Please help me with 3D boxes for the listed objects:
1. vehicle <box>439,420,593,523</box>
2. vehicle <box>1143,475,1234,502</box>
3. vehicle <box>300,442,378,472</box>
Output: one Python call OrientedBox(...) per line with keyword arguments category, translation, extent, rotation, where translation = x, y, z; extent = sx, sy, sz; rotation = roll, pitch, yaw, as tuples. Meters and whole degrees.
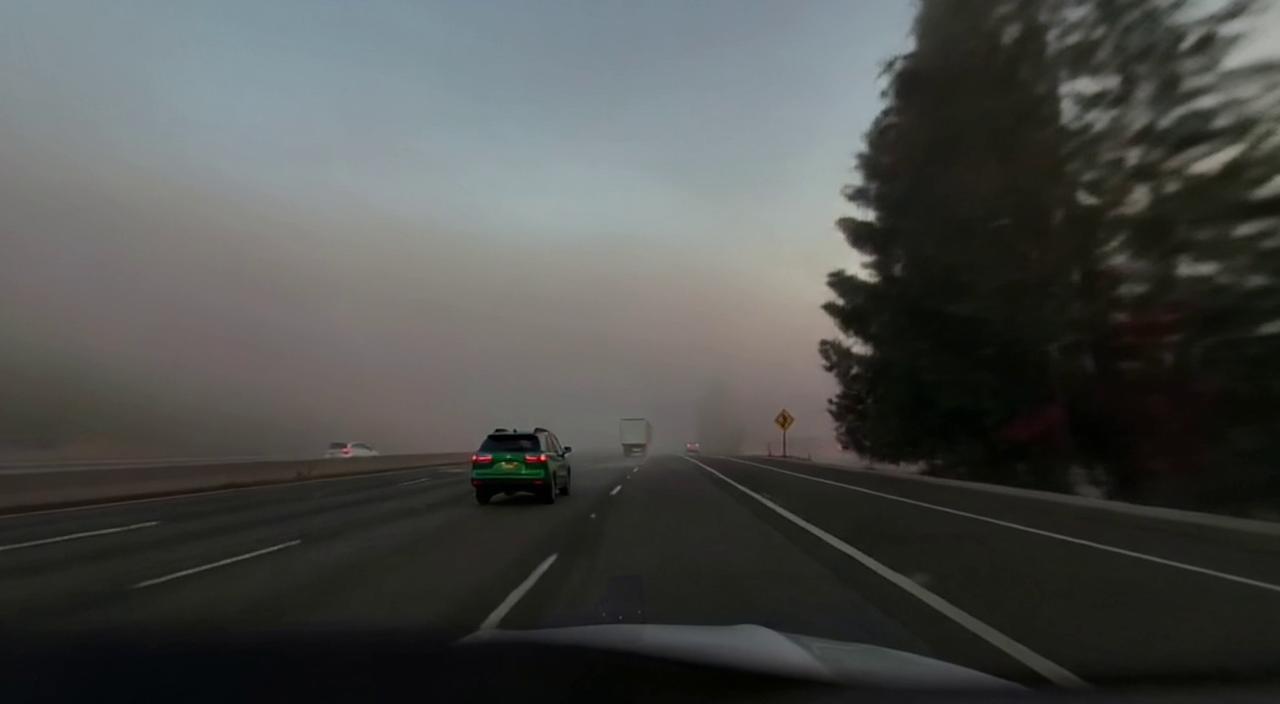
OrientedBox(category="vehicle", translation=(-2.313, 2.399, 13.116), extent=(2.111, 1.742, 4.315), rotation=(0, -9, 3))
OrientedBox(category="vehicle", translation=(37.110, 9.222, 42.751), extent=(1.909, 1.562, 4.426), rotation=(2, -9, -7))
OrientedBox(category="vehicle", translation=(-16.626, 5.807, 35.077), extent=(1.965, 1.503, 4.579), rotation=(0, -9, 2))
